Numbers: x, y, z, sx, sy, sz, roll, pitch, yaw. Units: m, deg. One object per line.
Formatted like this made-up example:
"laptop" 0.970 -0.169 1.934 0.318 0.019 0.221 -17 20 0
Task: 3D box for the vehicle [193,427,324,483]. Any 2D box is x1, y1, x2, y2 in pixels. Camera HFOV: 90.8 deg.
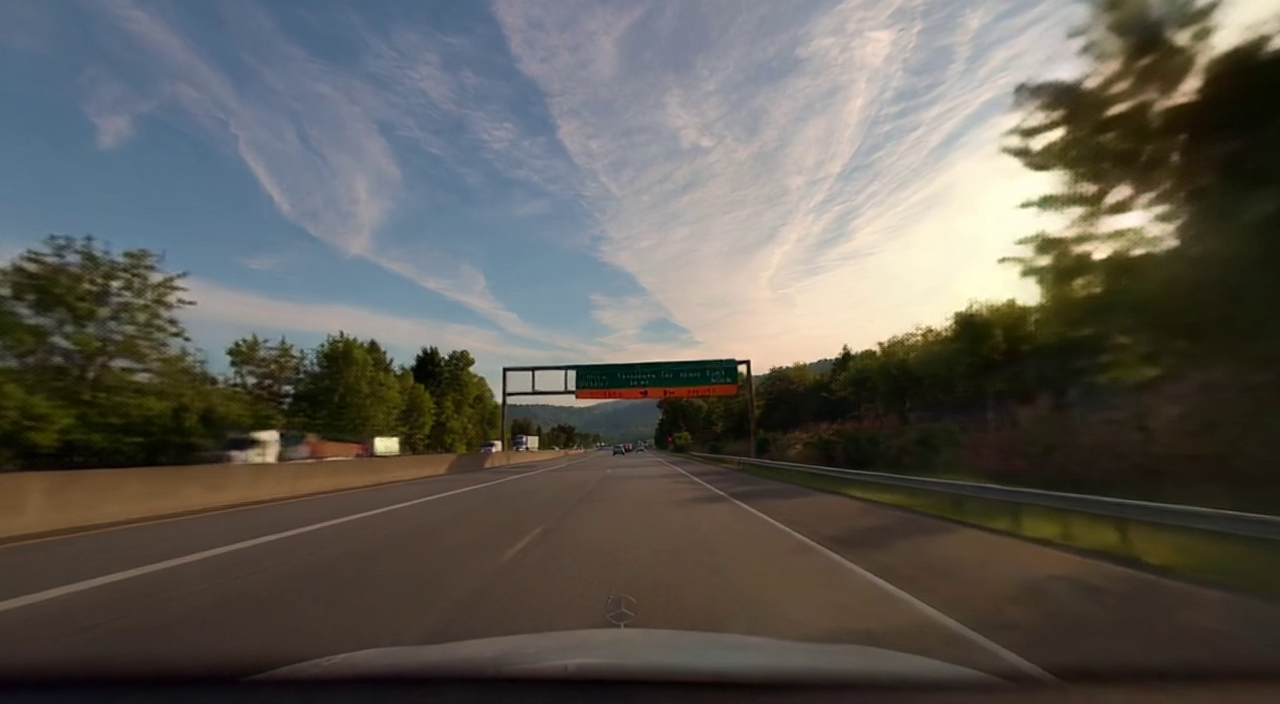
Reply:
"vehicle" -20.423 5.553 34.417 2.641 2.694 7.114 0 -9 0
